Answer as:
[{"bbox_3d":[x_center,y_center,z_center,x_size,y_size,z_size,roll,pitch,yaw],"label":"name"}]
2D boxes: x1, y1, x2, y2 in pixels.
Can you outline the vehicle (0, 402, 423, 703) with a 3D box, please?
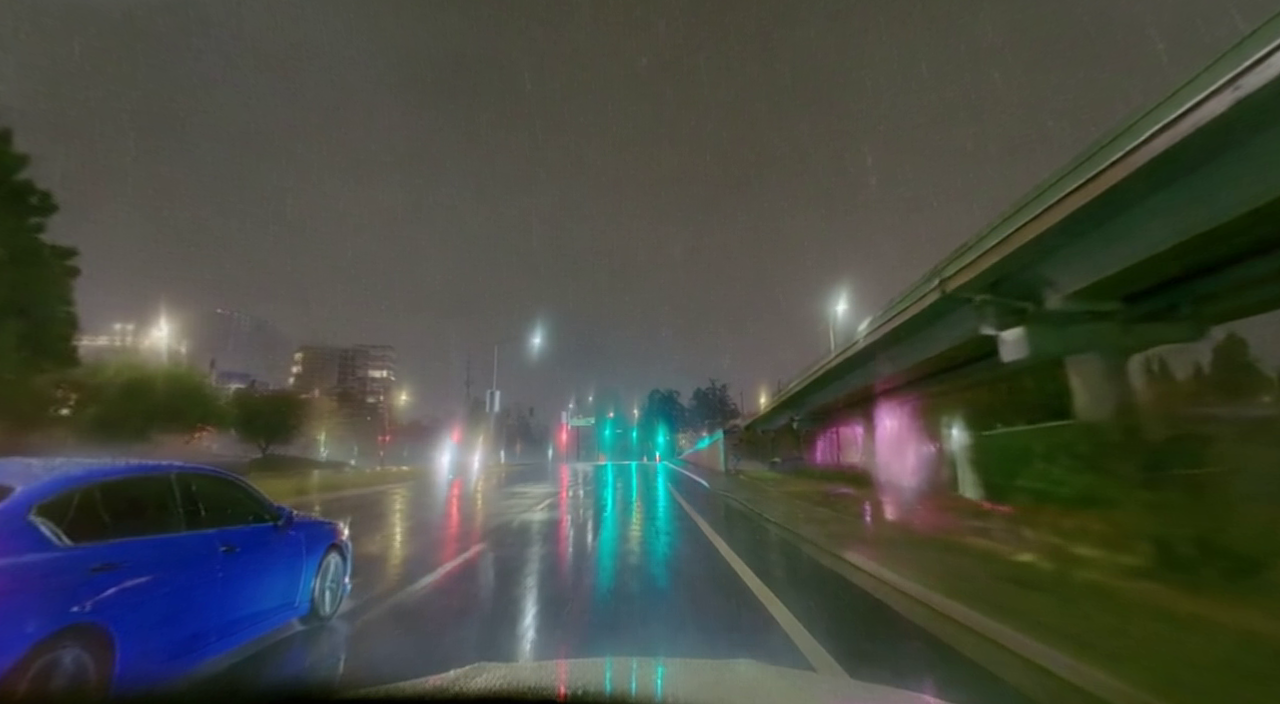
[{"bbox_3d":[-3.183,1.214,4.068,2.041,1.470,4.290,0,-9,0],"label":"vehicle"}]
